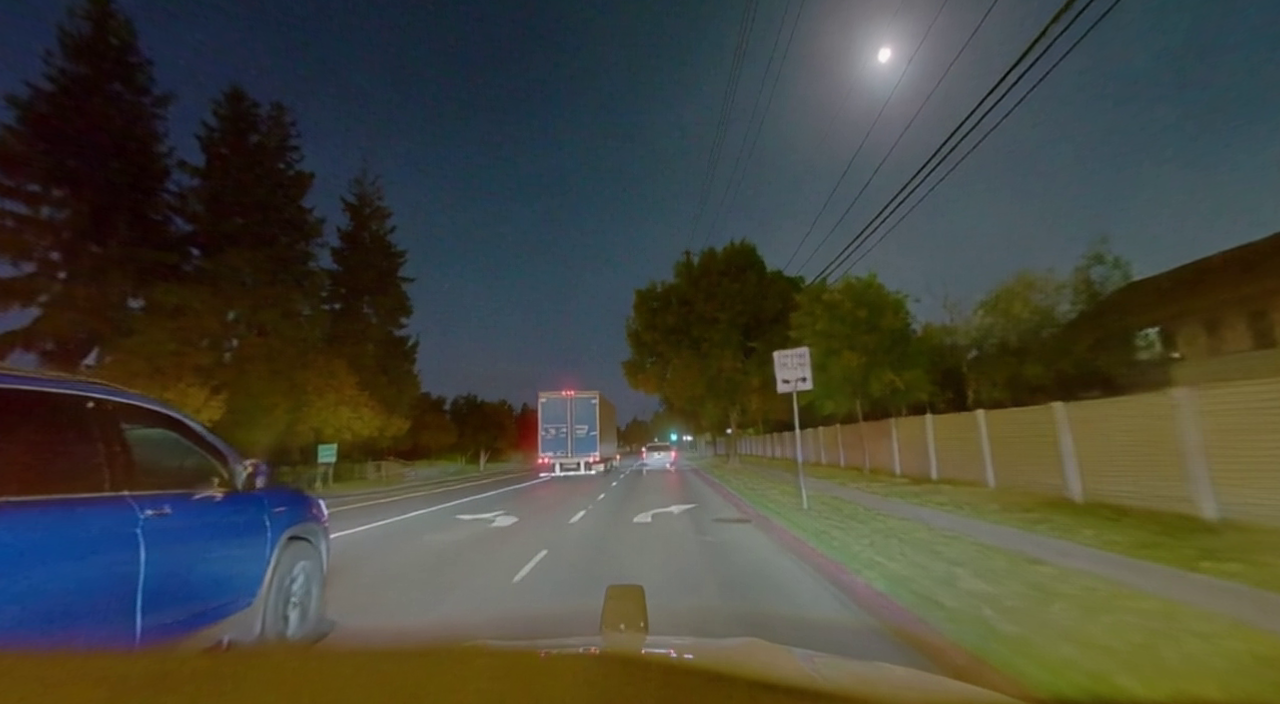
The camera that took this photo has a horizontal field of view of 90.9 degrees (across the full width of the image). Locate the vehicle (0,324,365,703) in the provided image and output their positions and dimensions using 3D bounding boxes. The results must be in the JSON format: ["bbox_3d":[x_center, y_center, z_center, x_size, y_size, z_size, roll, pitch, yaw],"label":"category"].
[{"bbox_3d":[-3.264,0.900,2.639,2.093,1.832,4.508,0,-9,1],"label":"vehicle"}]

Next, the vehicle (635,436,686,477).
[{"bbox_3d":[0.904,4.803,29.132,2.174,1.749,4.113,0,-9,1],"label":"vehicle"}]

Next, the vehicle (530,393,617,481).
[{"bbox_3d":[-2.935,4.201,30.741,2.928,3.658,8.980,-1,-9,2],"label":"vehicle"}]
